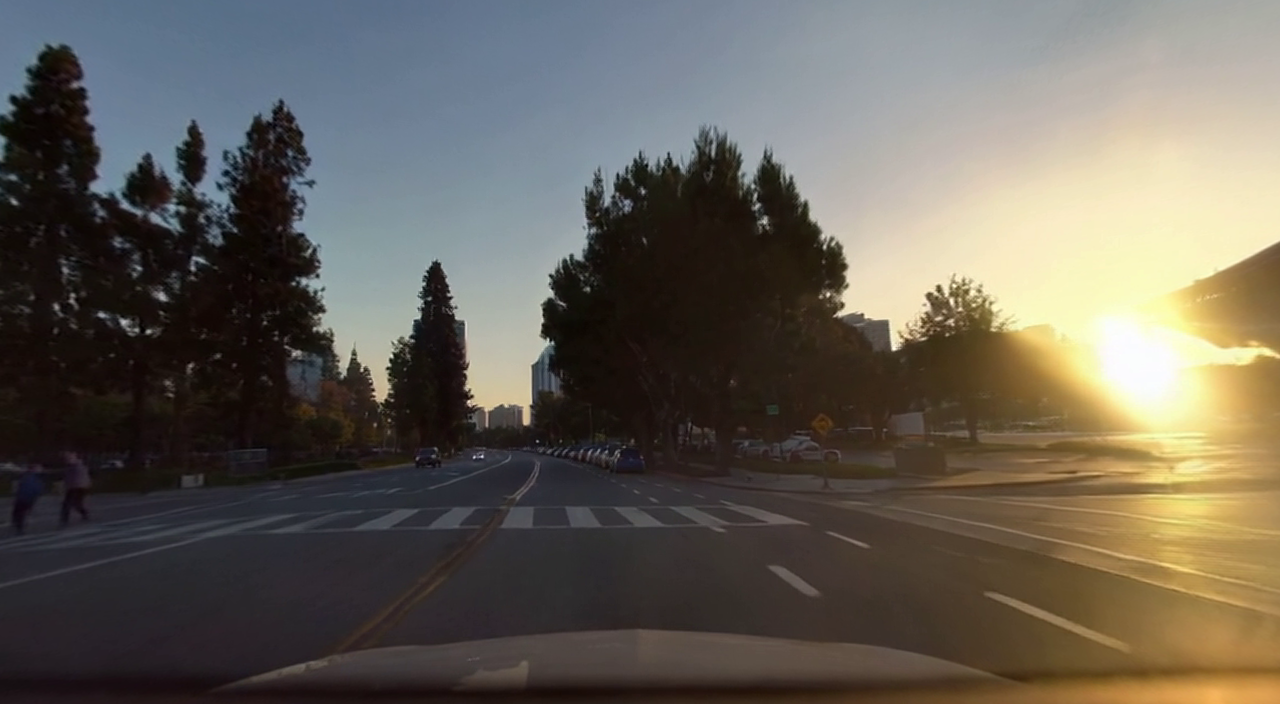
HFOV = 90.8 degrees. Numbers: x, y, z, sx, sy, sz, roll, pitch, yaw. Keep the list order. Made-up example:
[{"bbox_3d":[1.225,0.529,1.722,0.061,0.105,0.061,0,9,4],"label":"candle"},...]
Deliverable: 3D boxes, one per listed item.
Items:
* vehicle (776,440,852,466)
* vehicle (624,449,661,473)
[{"bbox_3d":[10.827,6.270,39.486,4.201,1.546,1.749,1,-8,-7],"label":"vehicle"},{"bbox_3d":[0.113,7.445,43.259,1.866,1.492,4.093,1,-9,-9],"label":"vehicle"}]
